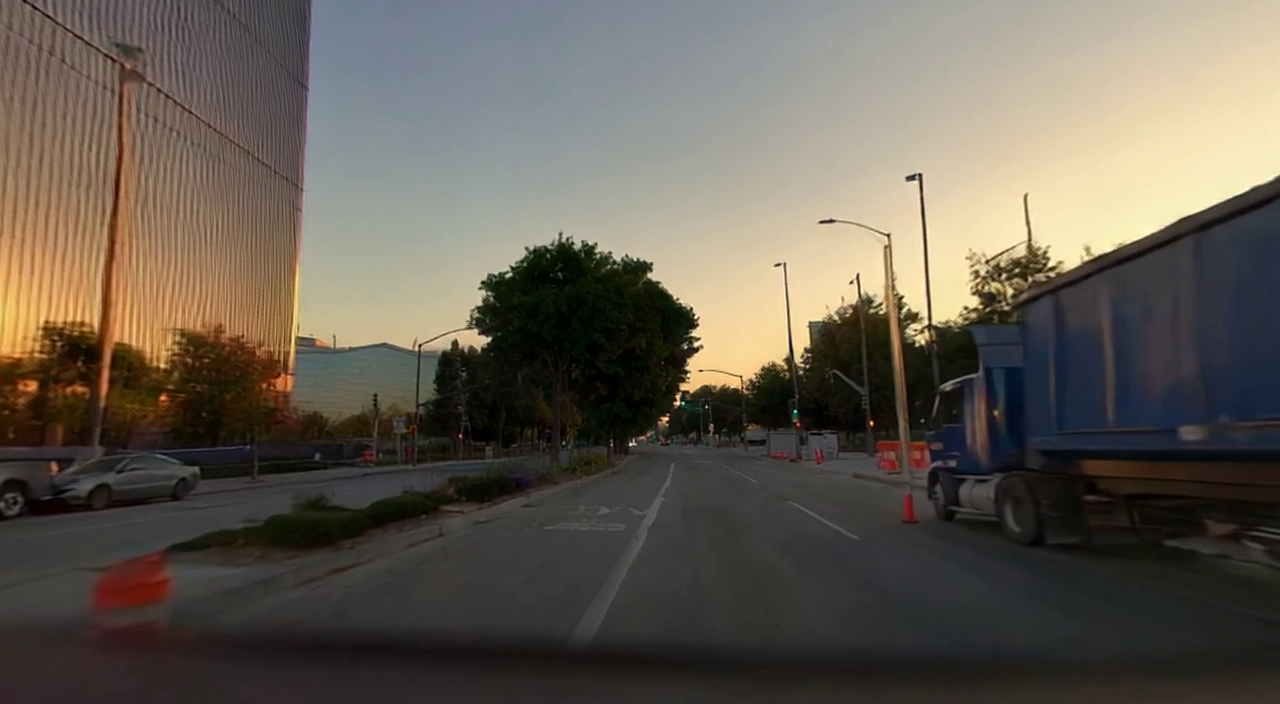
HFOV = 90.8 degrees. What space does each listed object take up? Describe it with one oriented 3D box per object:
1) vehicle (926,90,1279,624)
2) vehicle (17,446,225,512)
[{"bbox_3d":[6.388,0.230,5.939,3.176,3.913,9.805,0,-8,3],"label":"vehicle"},{"bbox_3d":[-15.161,3.687,18.957,1.925,1.665,4.893,0,-8,2],"label":"vehicle"}]
